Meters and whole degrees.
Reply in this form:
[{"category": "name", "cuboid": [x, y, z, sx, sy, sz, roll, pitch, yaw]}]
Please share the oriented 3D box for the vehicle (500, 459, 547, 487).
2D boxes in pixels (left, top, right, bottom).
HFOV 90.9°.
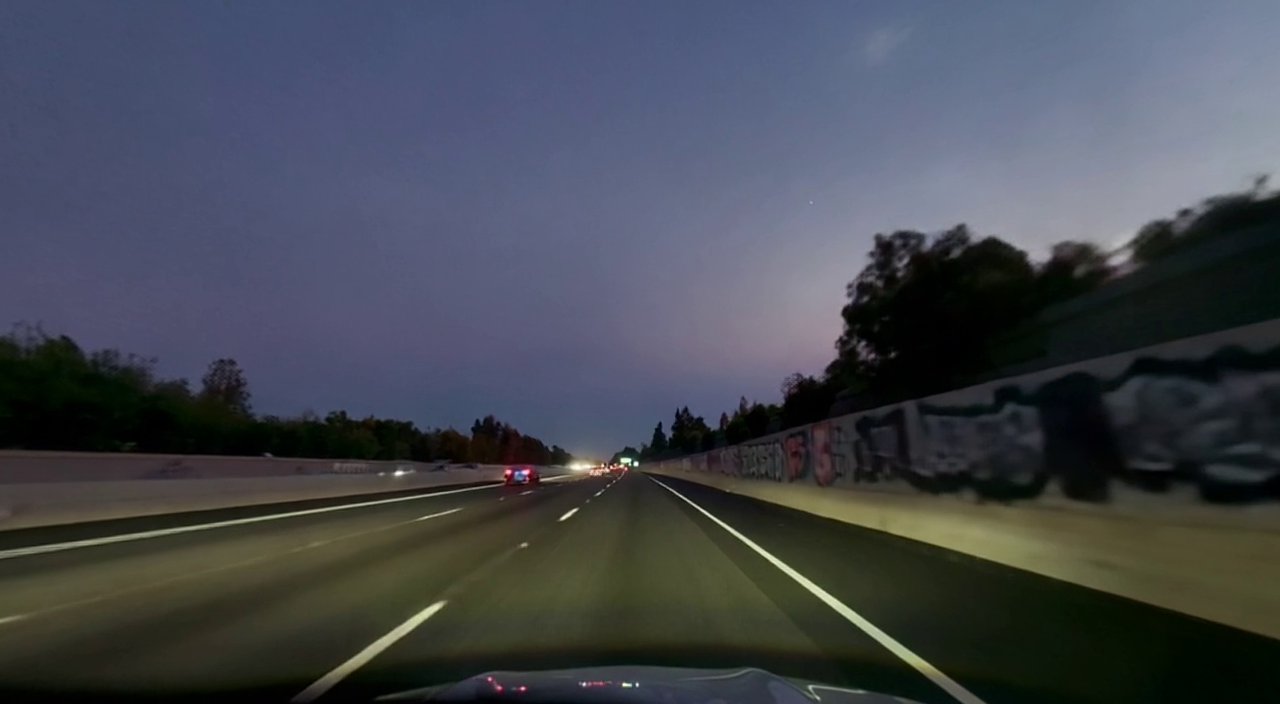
[{"category": "vehicle", "cuboid": [-7.267, 7.608, 39.808, 2.124, 1.630, 4.416, 1, -10, 0]}]
